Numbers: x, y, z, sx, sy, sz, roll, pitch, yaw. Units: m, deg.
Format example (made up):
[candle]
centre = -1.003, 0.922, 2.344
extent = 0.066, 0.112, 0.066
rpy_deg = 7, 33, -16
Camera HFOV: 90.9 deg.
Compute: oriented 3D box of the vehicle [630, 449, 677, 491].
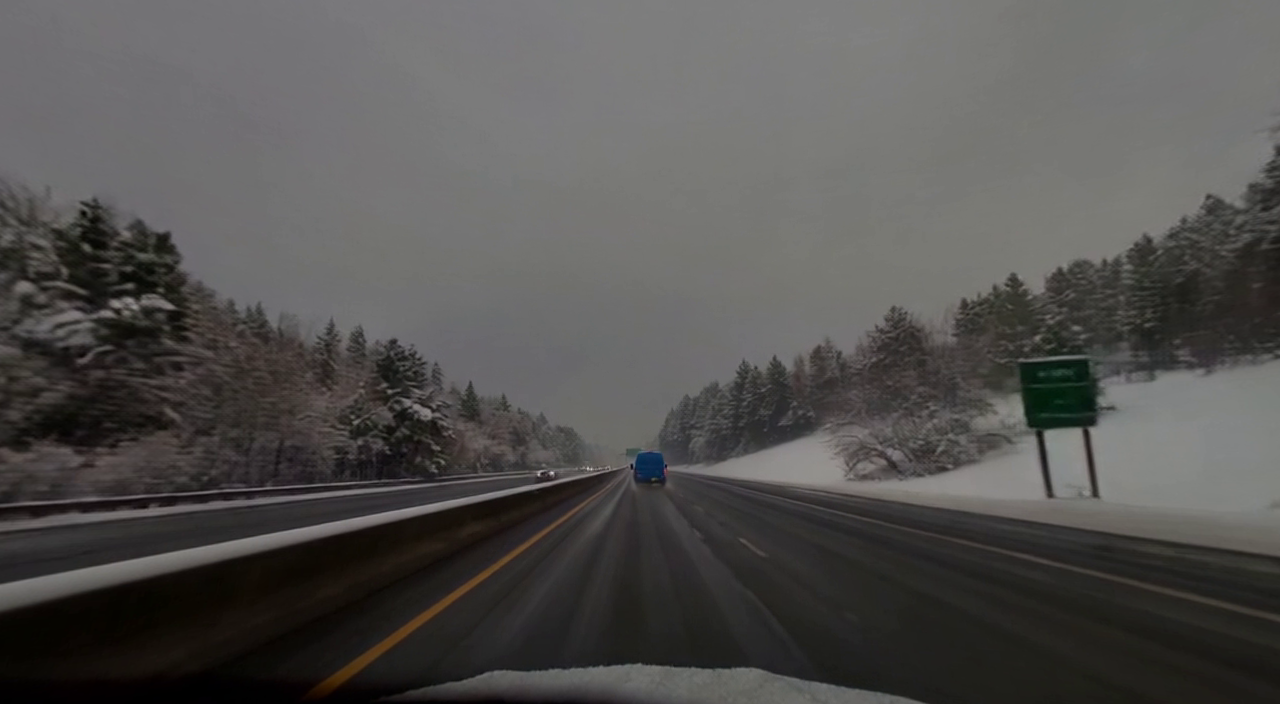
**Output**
[vehicle]
centre = 0.693, 6.635, 35.441
extent = 2.429, 2.167, 4.558
rpy_deg = 1, -11, -1
